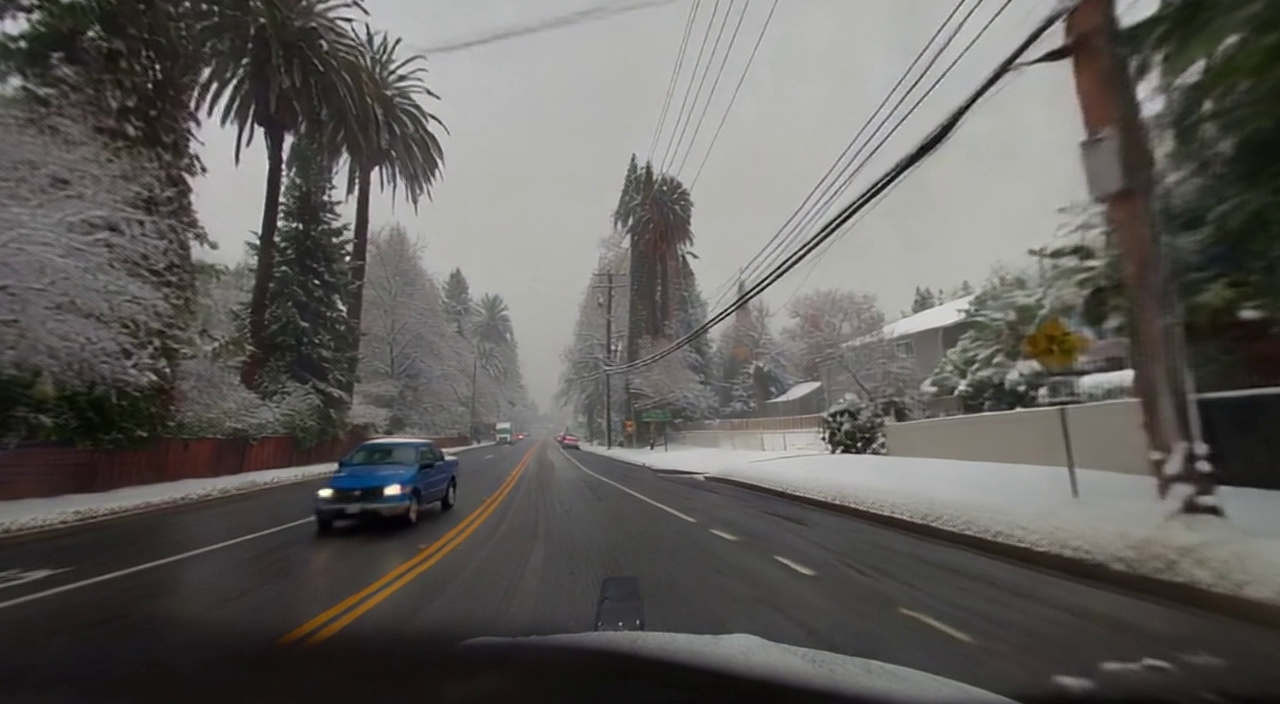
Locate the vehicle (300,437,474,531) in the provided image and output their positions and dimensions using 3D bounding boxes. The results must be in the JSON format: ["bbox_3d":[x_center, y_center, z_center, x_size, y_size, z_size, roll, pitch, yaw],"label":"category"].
[{"bbox_3d":[-4.759,2.505,12.713,2.061,1.510,4.457,1,-8,-6],"label":"vehicle"}]
